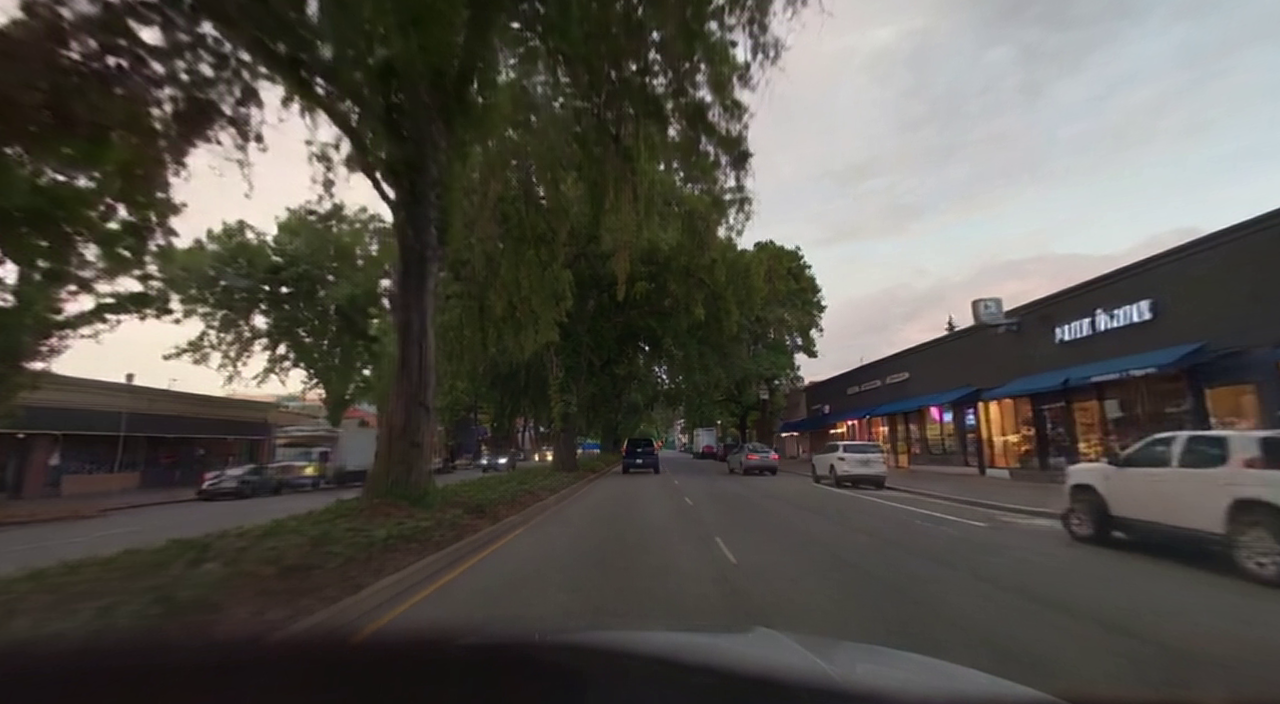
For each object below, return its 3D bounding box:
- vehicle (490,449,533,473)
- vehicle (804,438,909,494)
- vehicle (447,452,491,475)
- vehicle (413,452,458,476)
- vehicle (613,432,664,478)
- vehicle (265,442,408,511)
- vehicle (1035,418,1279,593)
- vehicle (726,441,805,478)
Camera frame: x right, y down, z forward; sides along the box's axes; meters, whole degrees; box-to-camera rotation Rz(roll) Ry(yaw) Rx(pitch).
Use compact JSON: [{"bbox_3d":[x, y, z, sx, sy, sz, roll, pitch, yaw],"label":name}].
[{"bbox_3d":[-8.545,7.306,42.445,1.982,1.505,4.065,0,-8,1],"label":"vehicle"},{"bbox_3d":[7.277,3.852,21.782,2.004,1.714,4.356,0,-8,-1],"label":"vehicle"},{"bbox_3d":[-11.810,7.728,43.831,1.808,1.459,4.129,0,-8,1],"label":"vehicle"},{"bbox_3d":[-15.863,8.687,49.253,1.950,1.740,4.433,-1,-8,2],"label":"vehicle"},{"bbox_3d":[-0.034,5.033,31.105,2.293,2.036,4.853,0,-8,1],"label":"vehicle"},{"bbox_3d":[-8.338,3.420,17.901,1.977,1.669,4.387,0,-8,-2],"label":"vehicle"},{"bbox_3d":[7.147,1.743,7.547,2.030,1.631,4.783,3,-8,4],"label":"vehicle"},{"bbox_3d":[6.255,5.401,32.099,2.114,1.697,4.739,2,-9,-13],"label":"vehicle"}]
